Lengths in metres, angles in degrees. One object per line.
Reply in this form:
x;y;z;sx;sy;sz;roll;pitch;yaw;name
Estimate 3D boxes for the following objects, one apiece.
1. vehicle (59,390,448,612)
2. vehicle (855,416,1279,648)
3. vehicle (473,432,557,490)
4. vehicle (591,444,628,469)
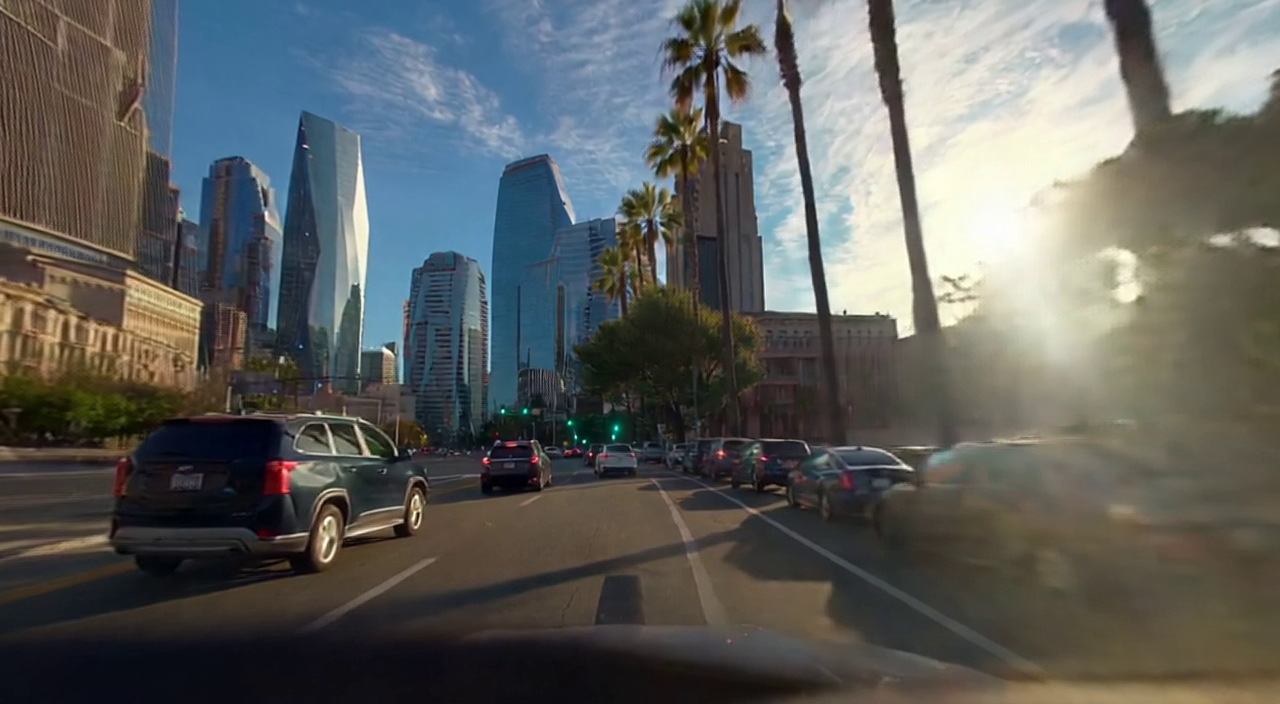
-3.808;1.526;7.315;1.800;1.797;4.224;0;-9;0;vehicle
4.003;1.532;6.484;1.873;1.511;4.523;0;-9;-1;vehicle
-4.048;3.611;21.182;2.014;1.740;4.392;0;-9;-1;vehicle
-1.939;6.414;38.854;2.036;1.461;3.890;1;-9;-6;vehicle
